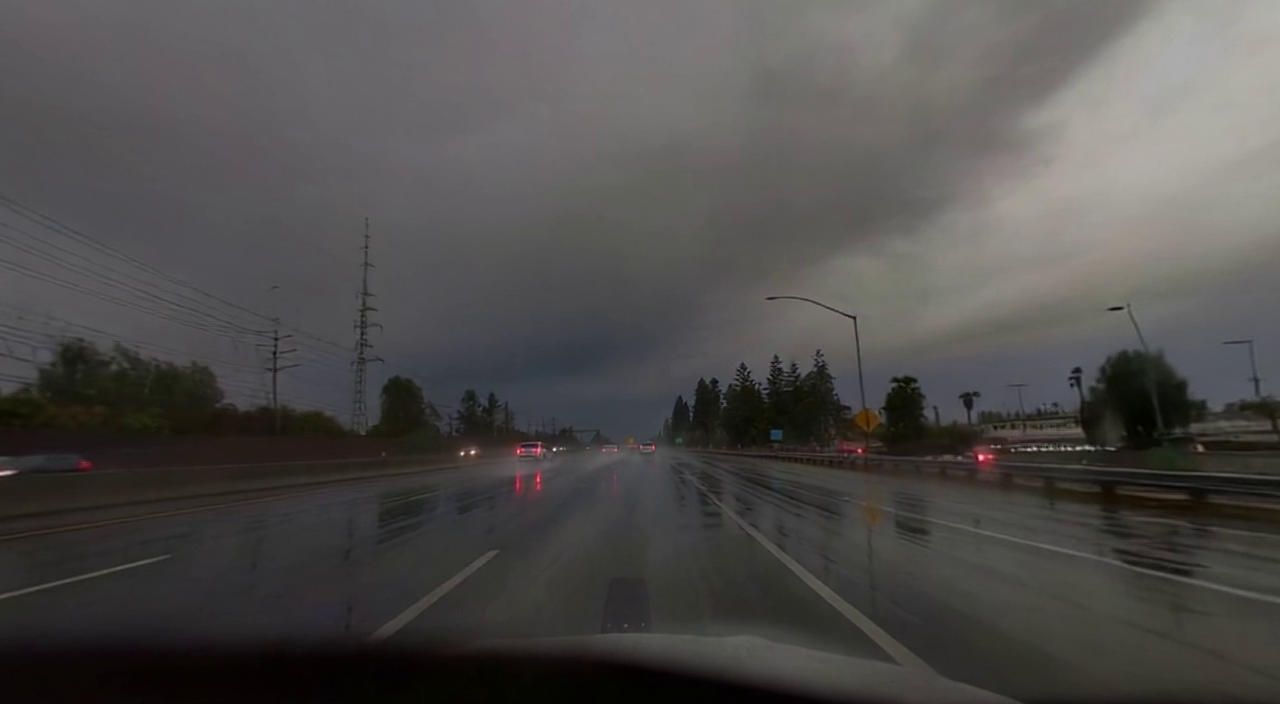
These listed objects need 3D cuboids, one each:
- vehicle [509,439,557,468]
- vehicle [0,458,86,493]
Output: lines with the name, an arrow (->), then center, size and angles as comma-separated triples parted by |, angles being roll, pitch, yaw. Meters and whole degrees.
vehicle -> -6.760, 6.472, 40.382 | 2.118, 1.696, 4.836 | 0, -9, 2
vehicle -> -29.823, 5.908, 30.408 | 1.811, 1.479, 4.751 | 0, -9, 1
